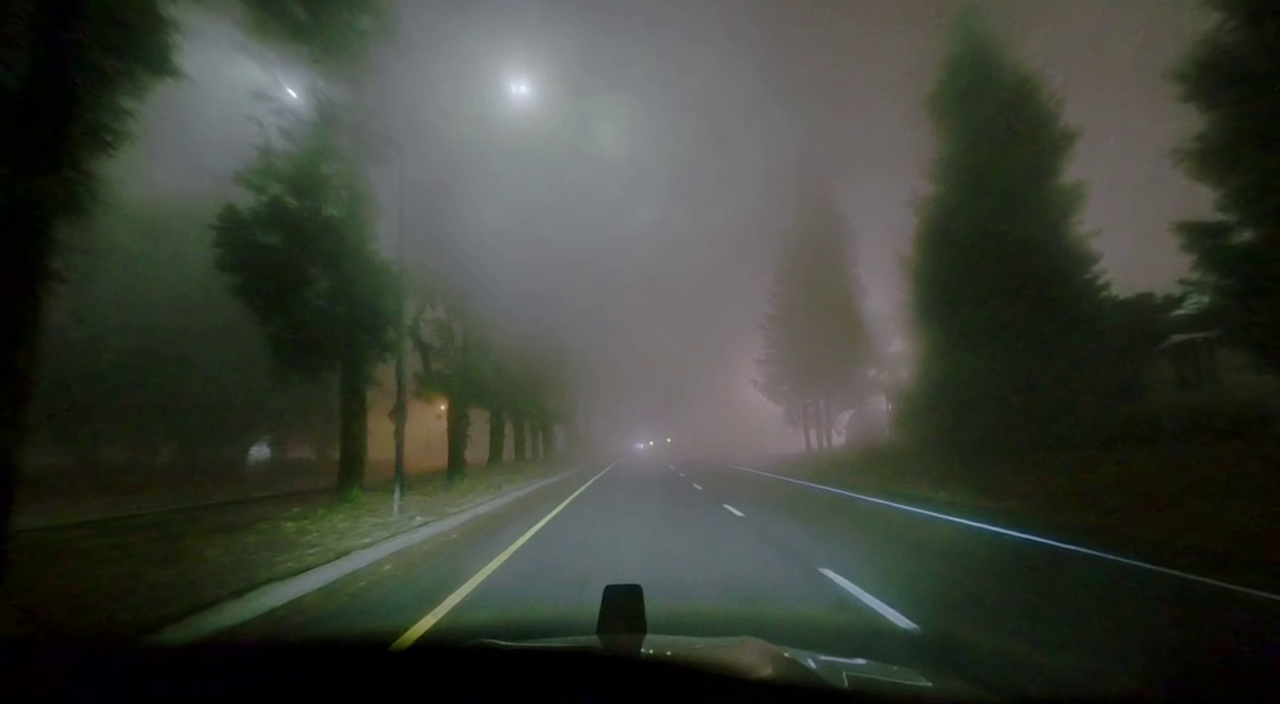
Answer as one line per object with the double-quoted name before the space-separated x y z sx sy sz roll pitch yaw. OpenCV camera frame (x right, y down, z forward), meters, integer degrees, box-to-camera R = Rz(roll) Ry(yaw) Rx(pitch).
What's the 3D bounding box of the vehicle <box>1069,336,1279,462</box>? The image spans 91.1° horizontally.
"vehicle" 13.156 1.264 15.352 2.789 2.725 3.463 -1 -8 3
